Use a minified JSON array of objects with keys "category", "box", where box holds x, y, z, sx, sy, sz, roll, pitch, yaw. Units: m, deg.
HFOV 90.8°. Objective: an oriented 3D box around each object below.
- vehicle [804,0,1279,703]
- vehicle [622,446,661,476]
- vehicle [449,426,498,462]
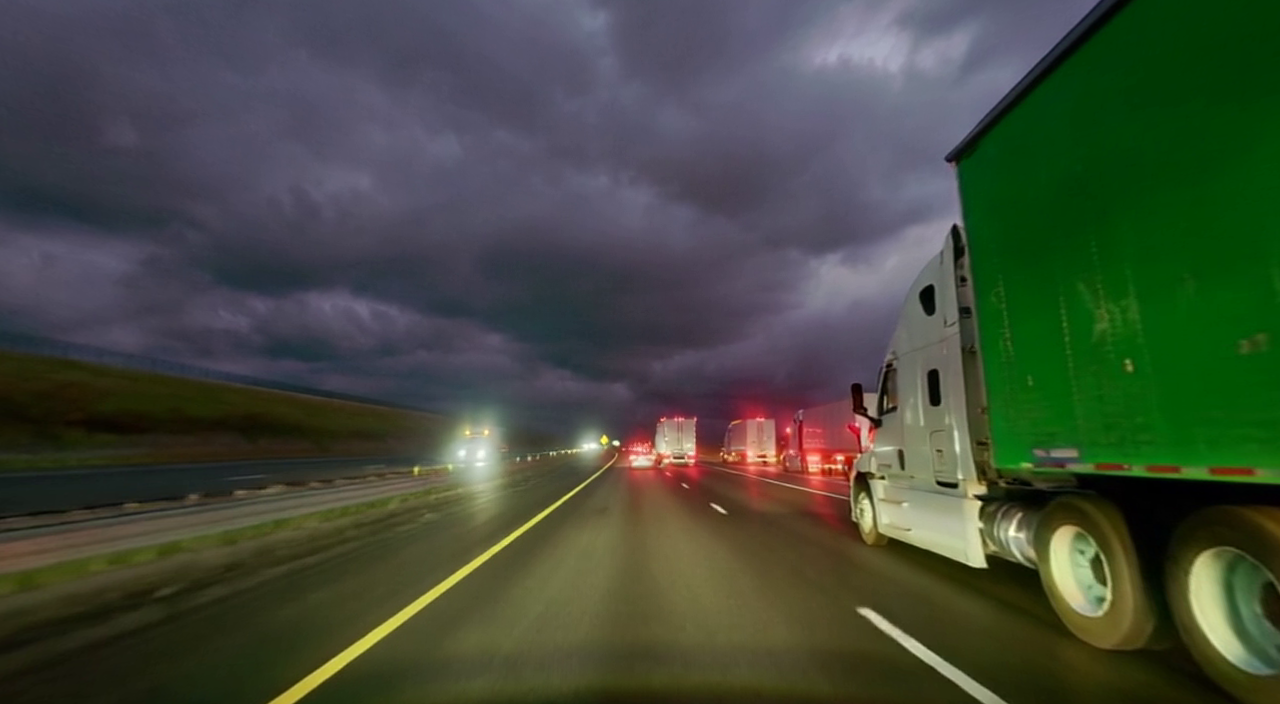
[{"category":"vehicle","box":[3.662,0.171,4.988,2.990,3.934,6.180,0,-9,0]},{"category":"vehicle","box":[0.026,5.680,33.071,1.927,1.437,3.794,0,-9,-1]},{"category":"vehicle","box":[-13.067,7.309,49.958,2.278,2.621,5.863,0,-9,-1]}]
